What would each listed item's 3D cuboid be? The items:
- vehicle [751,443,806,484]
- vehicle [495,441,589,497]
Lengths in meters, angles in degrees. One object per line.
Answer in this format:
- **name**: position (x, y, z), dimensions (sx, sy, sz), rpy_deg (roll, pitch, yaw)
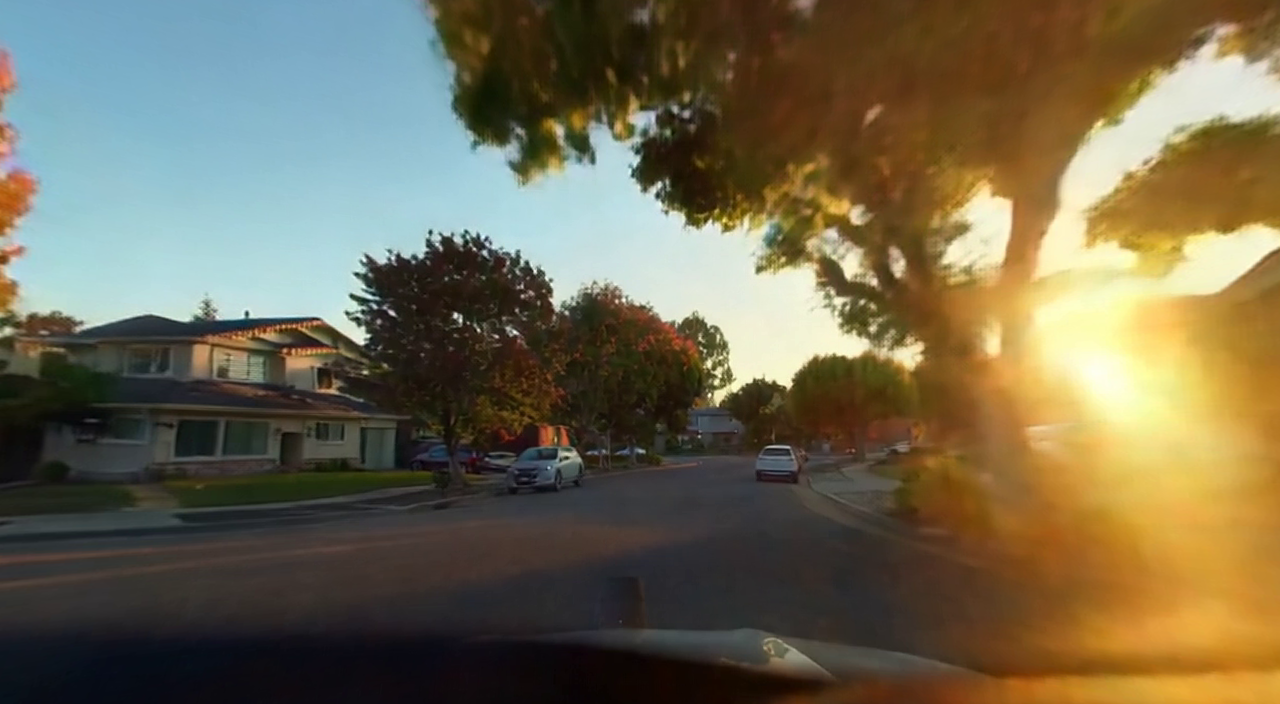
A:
- **vehicle**: position (6.232, 4.890, 28.062), dimensions (2.075, 1.657, 4.648), rpy_deg (-2, -9, 15)
- **vehicle**: position (-3.540, 4.313, 23.778), dimensions (2.041, 1.762, 4.508), rpy_deg (-4, -8, 11)
